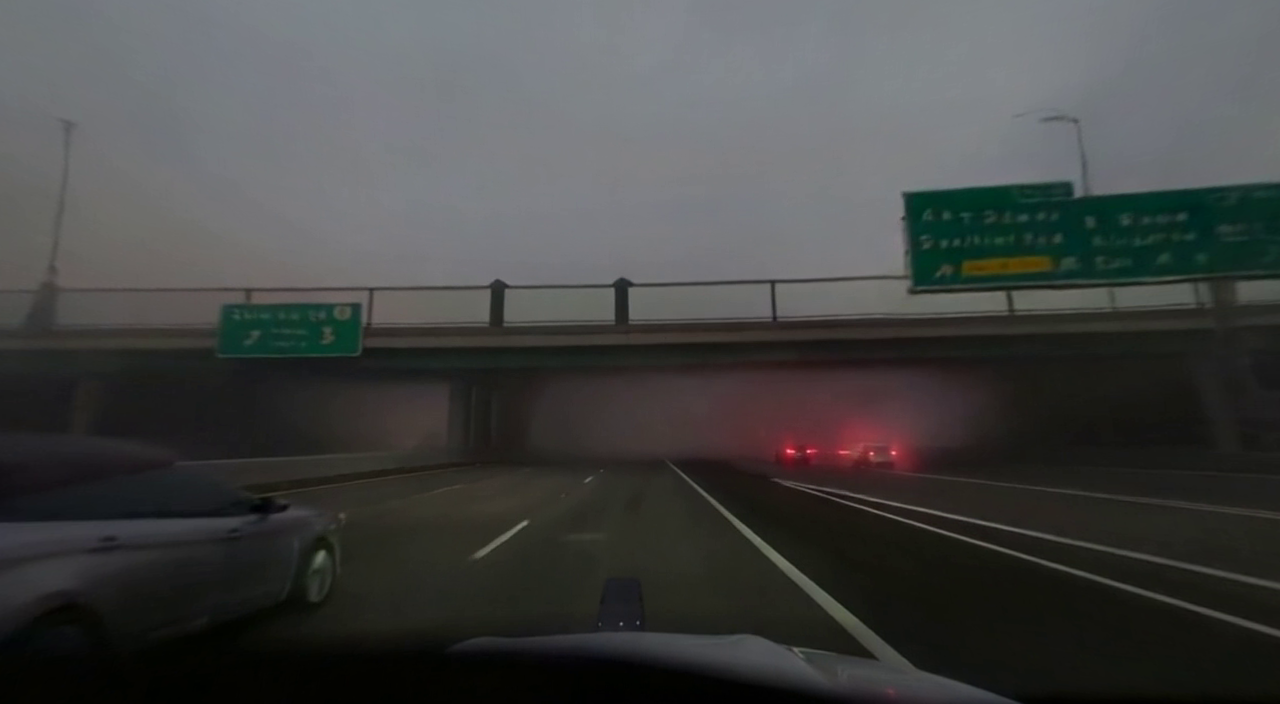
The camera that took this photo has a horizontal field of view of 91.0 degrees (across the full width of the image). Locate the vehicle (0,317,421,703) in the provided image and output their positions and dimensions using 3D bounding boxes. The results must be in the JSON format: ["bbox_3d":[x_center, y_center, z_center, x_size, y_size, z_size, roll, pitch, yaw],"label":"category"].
[{"bbox_3d":[-3.319,0.998,3.867,2.203,1.734,4.600,0,-9,1],"label":"vehicle"}]
